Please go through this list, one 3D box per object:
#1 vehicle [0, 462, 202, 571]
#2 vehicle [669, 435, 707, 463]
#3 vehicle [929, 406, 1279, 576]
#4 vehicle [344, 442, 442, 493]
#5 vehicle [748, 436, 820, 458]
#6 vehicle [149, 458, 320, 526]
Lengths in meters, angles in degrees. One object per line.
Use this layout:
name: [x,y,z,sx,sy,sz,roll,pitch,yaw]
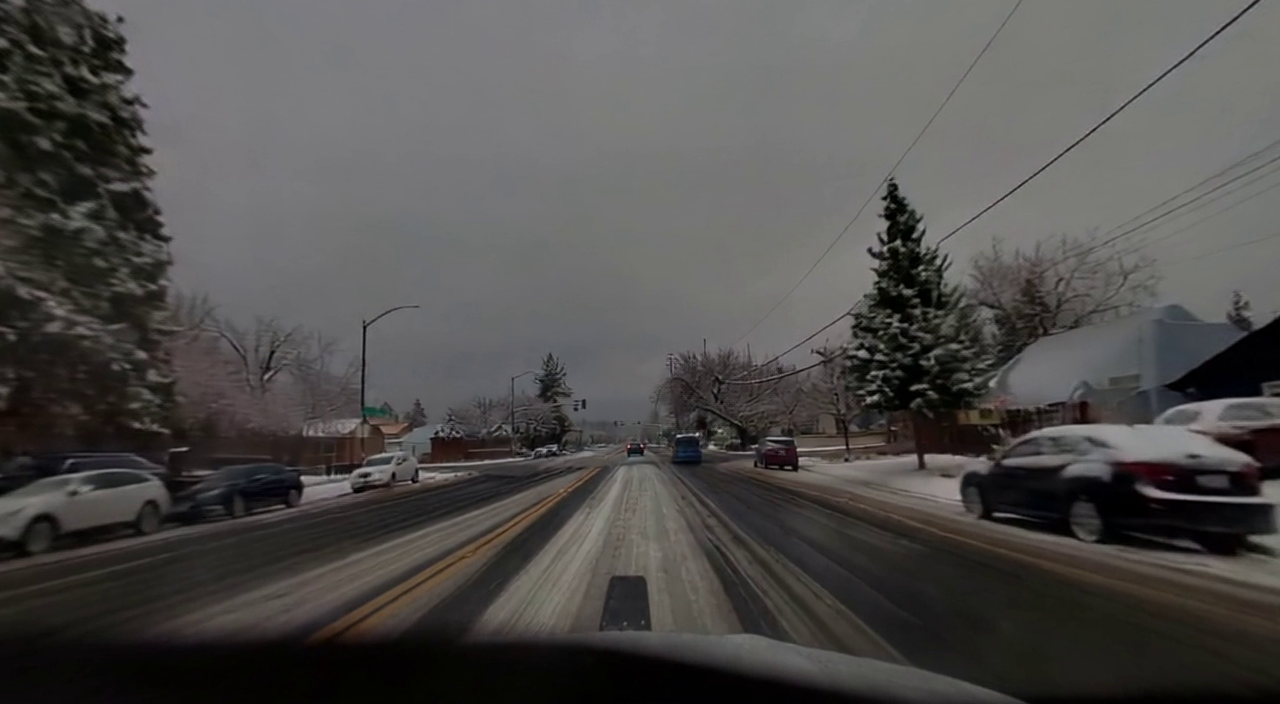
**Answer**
vehicle: [-10.598,2.843,11.585,2.098,1.503,4.113,0,-8,0]
vehicle: [3.091,6.376,41.567,2.070,1.765,4.731,0,-8,0]
vehicle: [6.211,1.746,8.800,2.079,1.697,4.753,0,-8,0]
vehicle: [-10.516,4.917,27.295,2.258,1.846,4.843,-3,-8,1]
vehicle: [11.149,7.364,48.690,4.996,1.471,2.033,-6,-10,26]
vehicle: [-10.668,3.659,17.054,1.800,1.472,4.359,0,-8,-1]
